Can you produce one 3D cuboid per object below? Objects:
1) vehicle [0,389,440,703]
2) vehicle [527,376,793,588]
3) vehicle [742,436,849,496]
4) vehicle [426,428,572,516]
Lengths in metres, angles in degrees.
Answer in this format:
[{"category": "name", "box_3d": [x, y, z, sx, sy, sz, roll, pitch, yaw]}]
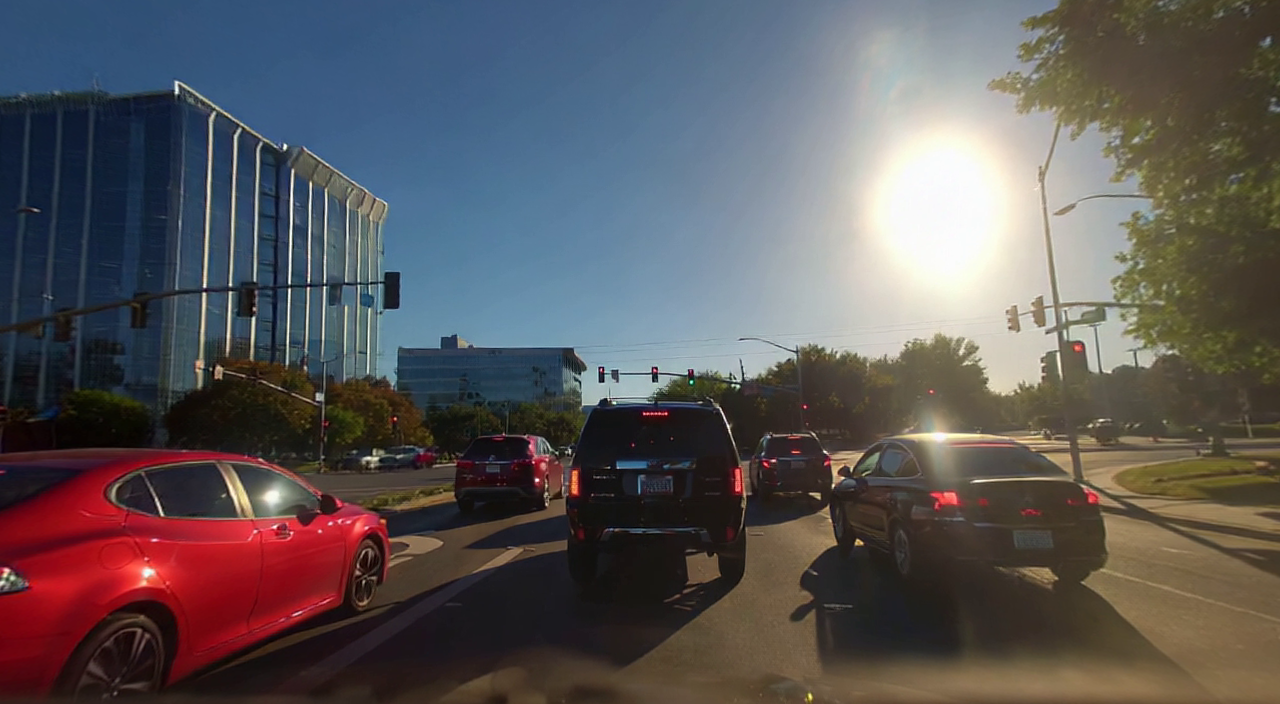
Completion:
[{"category": "vehicle", "box_3d": [-3.213, 1.203, 4.441, 1.958, 1.494, 4.624, 0, -8, 2]}, {"category": "vehicle", "box_3d": [0.225, 1.436, 7.724, 2.300, 1.832, 4.331, 0, -8, 1]}, {"category": "vehicle", "box_3d": [4.100, 3.062, 17.350, 1.979, 1.453, 4.011, 0, -8, 1]}, {"category": "vehicle", "box_3d": [-2.684, 2.384, 13.052, 1.851, 1.502, 4.042, 0, -8, 4]}]
